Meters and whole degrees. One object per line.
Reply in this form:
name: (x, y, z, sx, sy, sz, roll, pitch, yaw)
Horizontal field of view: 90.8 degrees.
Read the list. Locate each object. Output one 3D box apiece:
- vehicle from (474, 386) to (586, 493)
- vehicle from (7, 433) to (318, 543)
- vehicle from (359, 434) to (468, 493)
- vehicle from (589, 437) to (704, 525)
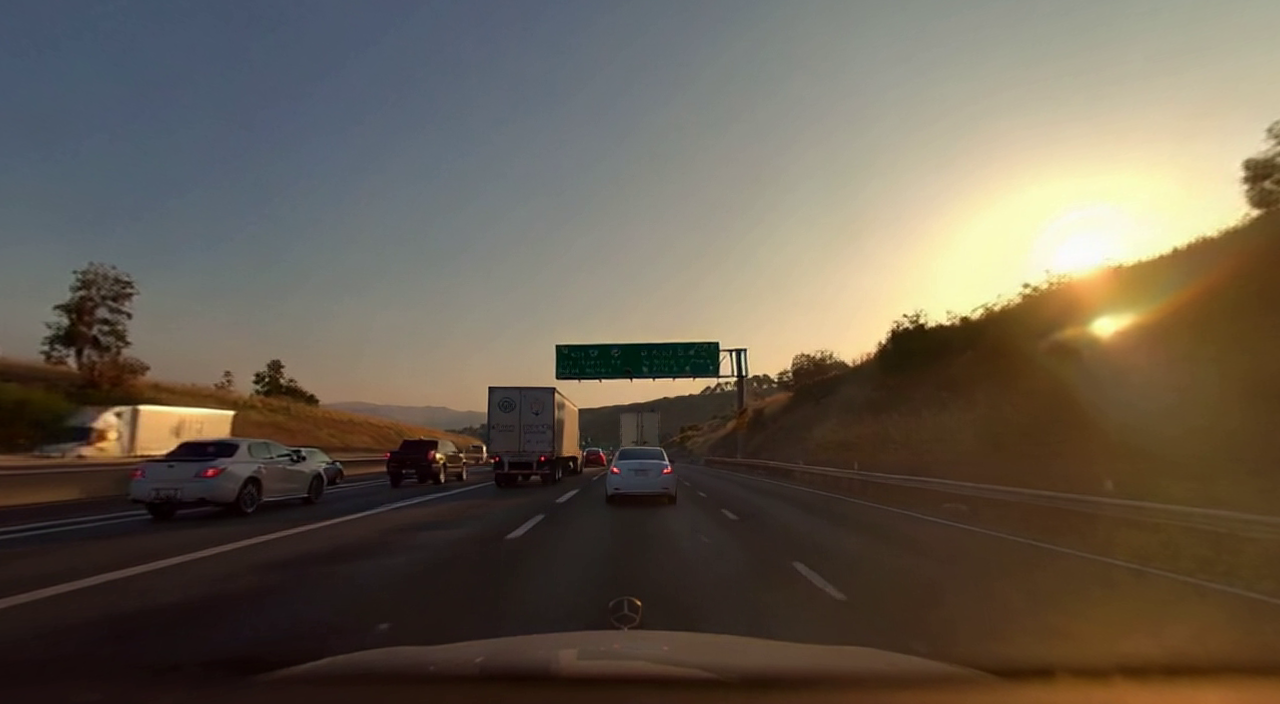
vehicle: (-3.773, 3.309, 23.599, 2.812, 3.342, 7.248, -1, -9, 1)
vehicle: (-7.926, 2.279, 11.250, 1.879, 1.521, 4.623, -1, -9, 1)
vehicle: (-7.388, 3.687, 21.145, 1.952, 1.746, 4.332, -1, -9, 1)
vehicle: (0.072, 2.498, 12.665, 1.995, 1.495, 3.380, 0, -9, -1)
